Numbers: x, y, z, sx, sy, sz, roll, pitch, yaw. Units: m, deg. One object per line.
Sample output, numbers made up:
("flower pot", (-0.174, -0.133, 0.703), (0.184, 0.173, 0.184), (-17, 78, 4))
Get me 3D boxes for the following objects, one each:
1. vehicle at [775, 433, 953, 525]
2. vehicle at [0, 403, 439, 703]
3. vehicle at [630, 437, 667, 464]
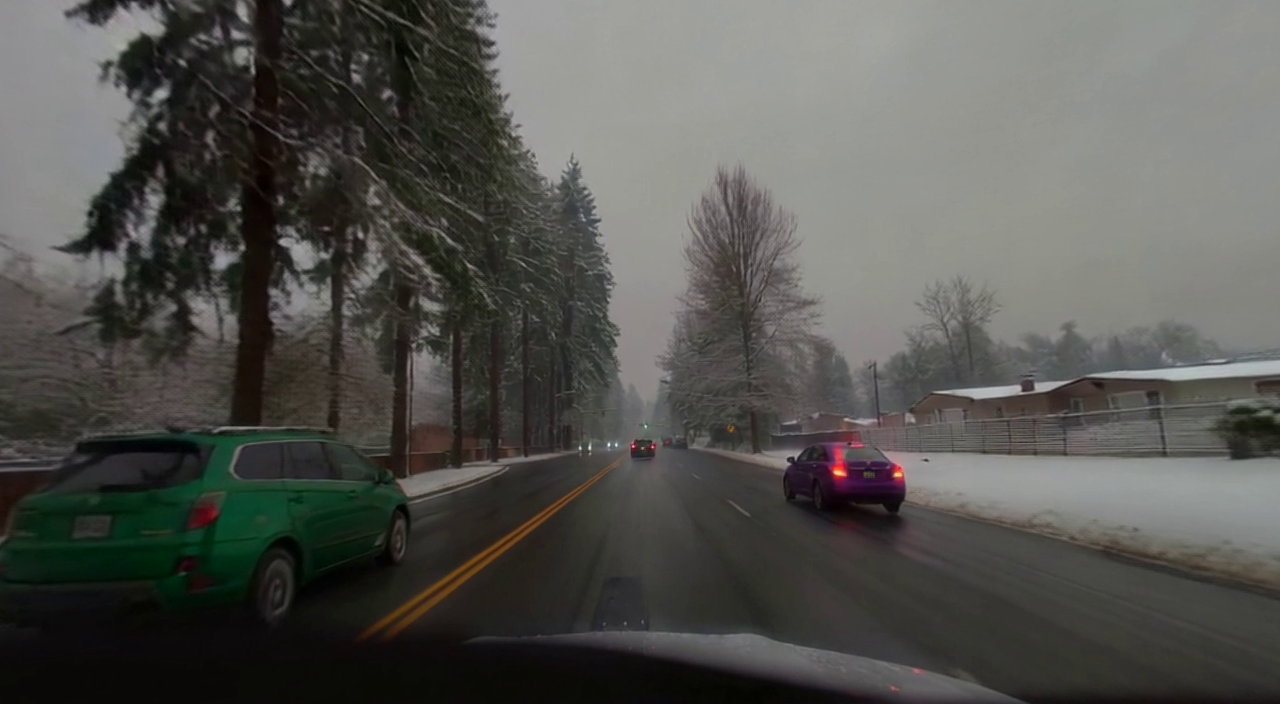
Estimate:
("vehicle", (4.193, 2.394, 12.699), (1.943, 1.471, 4.515), (-1, -7, 0))
("vehicle", (-3.666, 1.350, 5.563), (2.162, 1.546, 4.889), (-1, -7, 0))
("vehicle", (0.567, 6.154, 39.621), (2.206, 1.525, 4.695), (-1, -7, 1))
